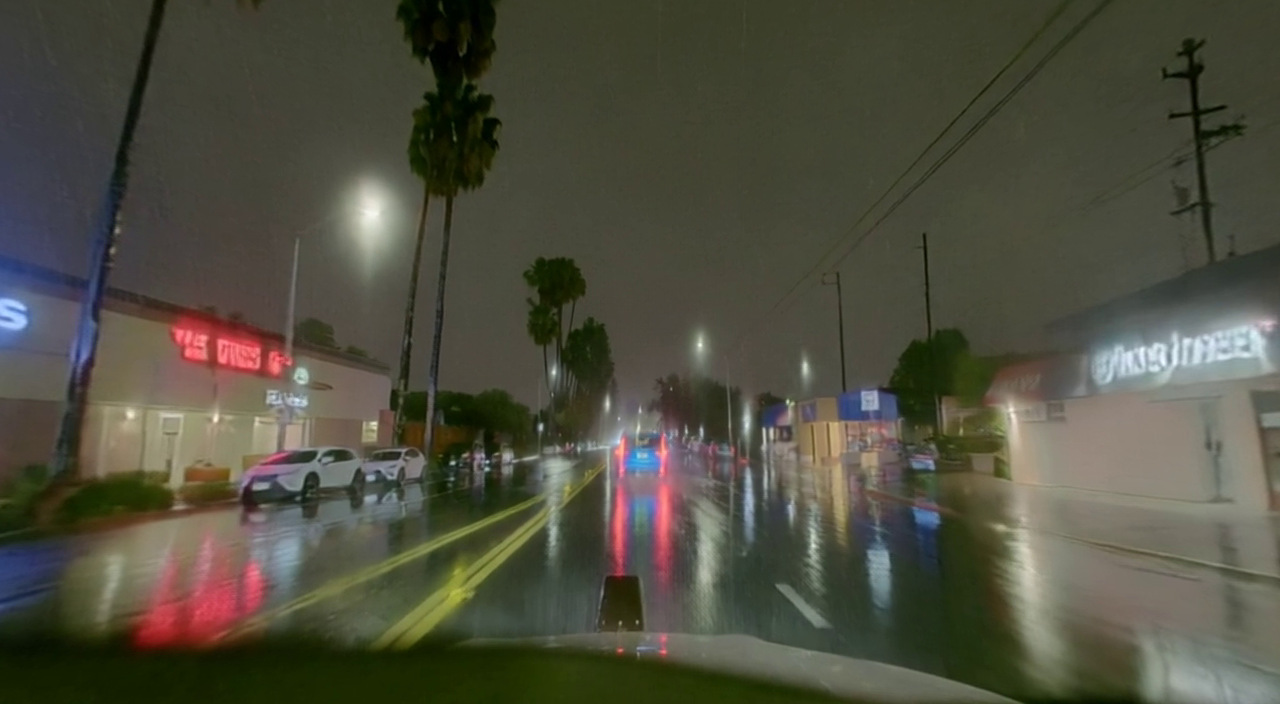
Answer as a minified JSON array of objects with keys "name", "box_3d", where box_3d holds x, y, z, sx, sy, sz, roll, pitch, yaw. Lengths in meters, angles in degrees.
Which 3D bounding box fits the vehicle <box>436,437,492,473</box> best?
[{"name":"vehicle","box_3d":[-10.081,5.925,36.406,1.958,1.937,4.114,-1,-8,2]}]

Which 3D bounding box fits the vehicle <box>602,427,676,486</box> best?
[{"name":"vehicle","box_3d":[-0.103,3.561,21.673,2.264,1.798,4.563,0,-8,-2]}]

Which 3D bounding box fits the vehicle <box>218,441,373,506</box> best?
[{"name":"vehicle","box_3d":[-10.161,3.583,19.117,2.075,1.693,4.696,0,-8,-1]}]

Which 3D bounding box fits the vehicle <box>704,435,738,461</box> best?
[{"name":"vehicle","box_3d":[5.989,7.175,47.009,2.005,1.775,4.324,0,-9,0]}]

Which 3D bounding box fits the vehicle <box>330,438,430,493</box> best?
[{"name":"vehicle","box_3d":[-10.184,4.434,25.152,1.992,1.744,4.896,-1,-6,-1]}]
